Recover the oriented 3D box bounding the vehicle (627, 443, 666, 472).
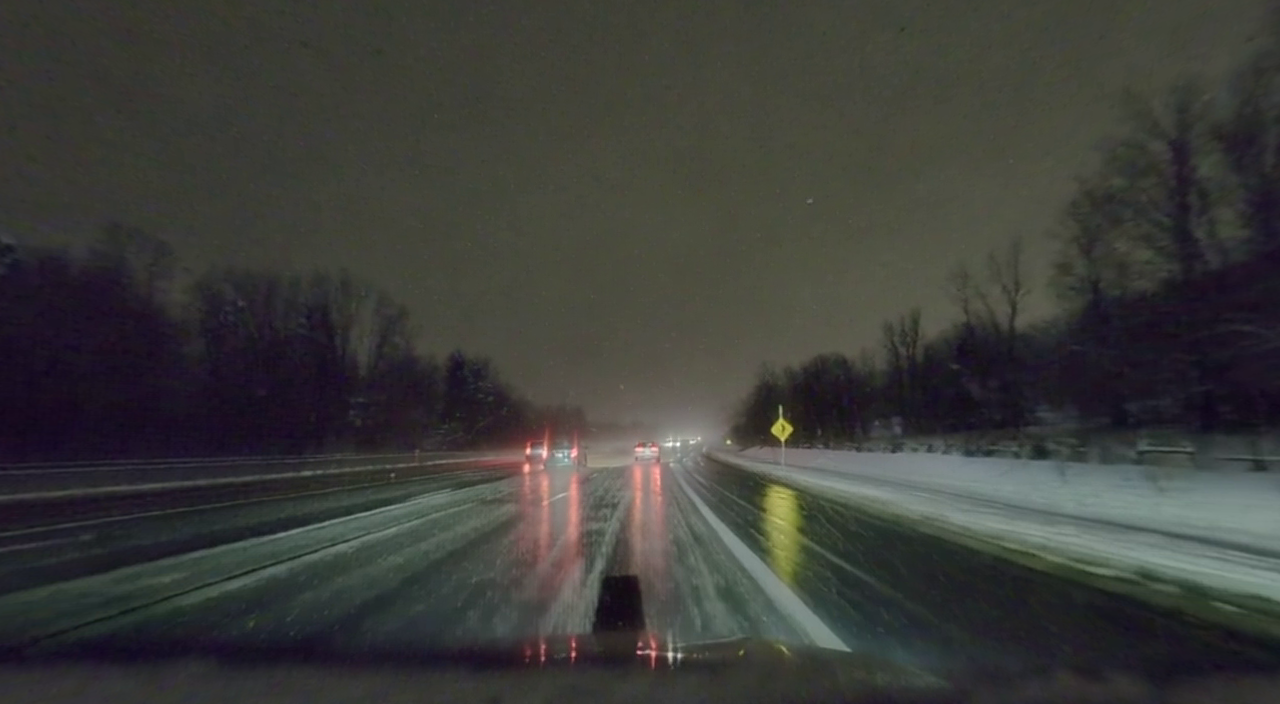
[{"bbox_3d":[0.436,6.003,36.028,2.129,1.502,4.321,0,-9,2],"label":"vehicle"}]

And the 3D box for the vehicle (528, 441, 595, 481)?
[{"bbox_3d":[-3.280,4.652,27.165,2.129,1.563,4.387,-1,-9,3],"label":"vehicle"}]
